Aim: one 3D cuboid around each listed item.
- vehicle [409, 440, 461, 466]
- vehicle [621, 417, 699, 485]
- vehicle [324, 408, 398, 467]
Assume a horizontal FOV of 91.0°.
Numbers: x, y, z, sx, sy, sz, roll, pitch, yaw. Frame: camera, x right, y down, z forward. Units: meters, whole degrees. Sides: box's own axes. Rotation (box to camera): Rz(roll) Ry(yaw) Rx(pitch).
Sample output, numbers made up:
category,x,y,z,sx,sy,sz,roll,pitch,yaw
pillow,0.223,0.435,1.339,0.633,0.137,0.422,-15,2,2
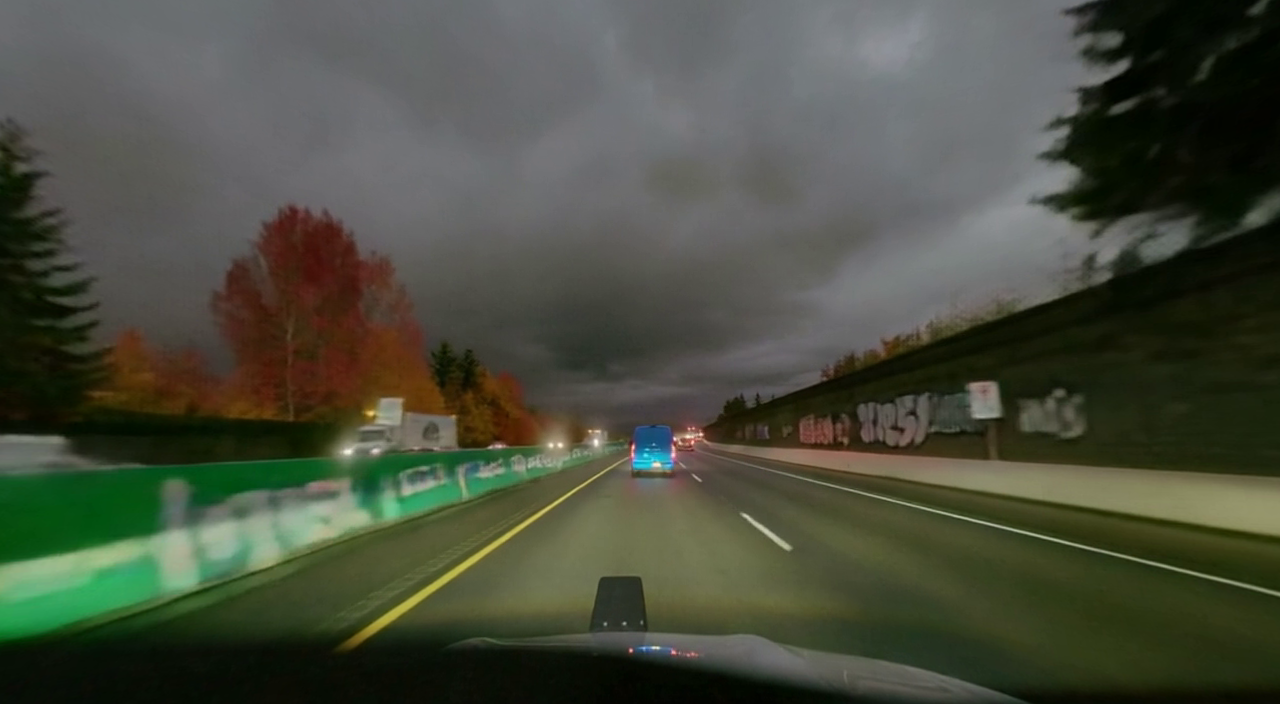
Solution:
category,x,y,z,sx,sy,sz,roll,pitch,yaw
vehicle,-14.118,6.971,43.591,1.928,1.631,4.380,0,-8,2
vehicle,0.594,3.215,20.650,2.283,1.956,4.421,0,-8,0
vehicle,-20.541,6.318,46.592,2.894,4.043,4.966,0,-8,2
